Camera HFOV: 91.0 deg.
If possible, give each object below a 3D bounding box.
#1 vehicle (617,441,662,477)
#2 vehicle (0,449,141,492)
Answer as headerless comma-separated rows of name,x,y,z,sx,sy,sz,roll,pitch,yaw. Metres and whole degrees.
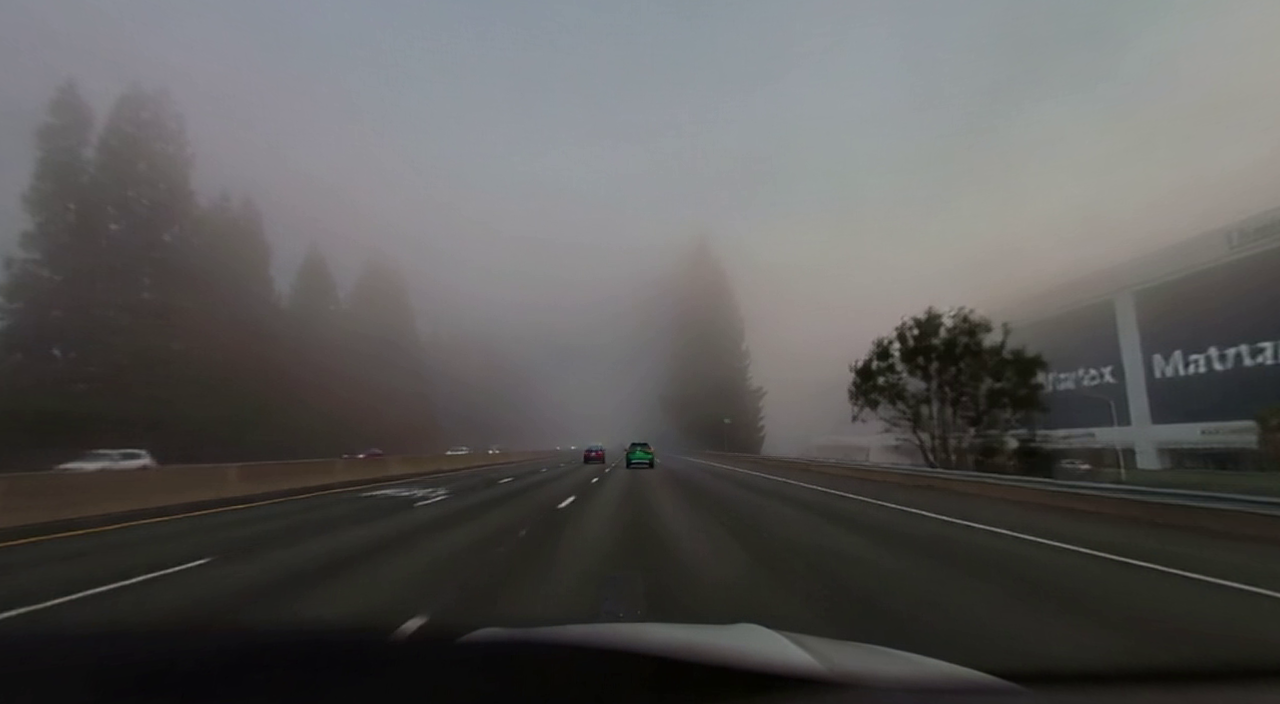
vehicle,-0.048,5.927,35.102,2.302,1.810,4.707,0,-8,-1
vehicle,-26.863,5.535,29.814,2.019,1.778,5.299,0,-8,0
